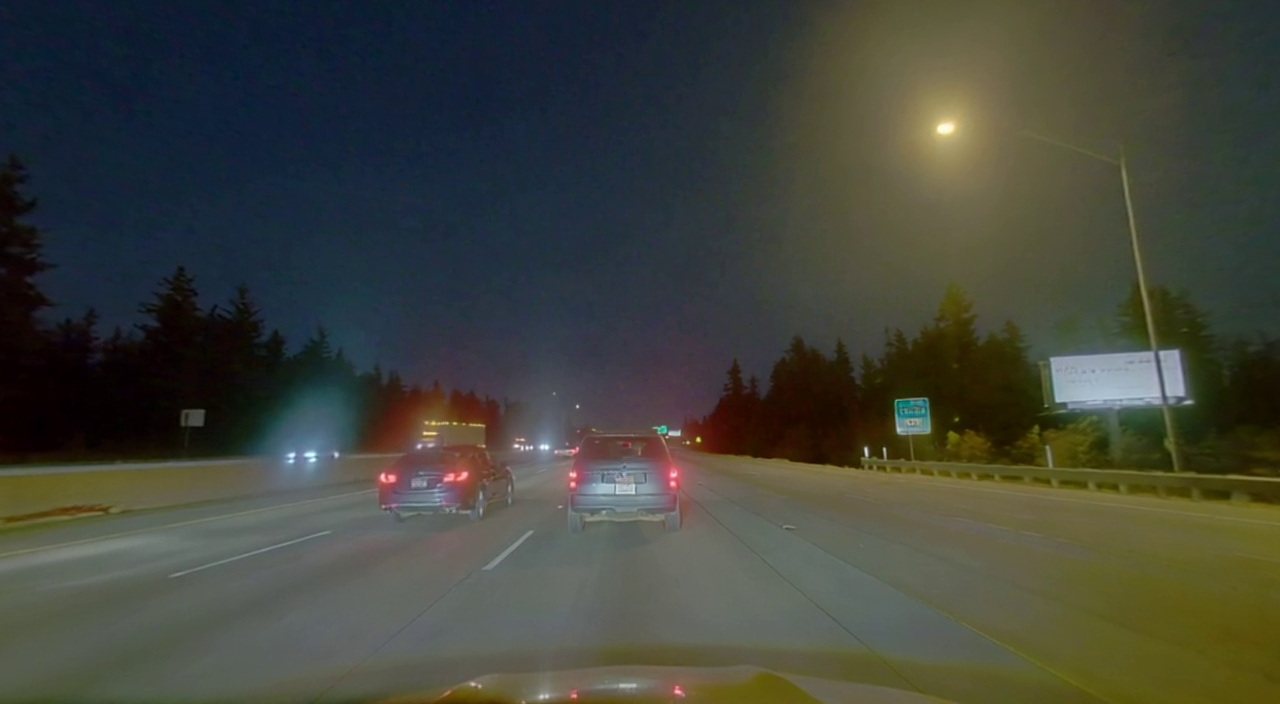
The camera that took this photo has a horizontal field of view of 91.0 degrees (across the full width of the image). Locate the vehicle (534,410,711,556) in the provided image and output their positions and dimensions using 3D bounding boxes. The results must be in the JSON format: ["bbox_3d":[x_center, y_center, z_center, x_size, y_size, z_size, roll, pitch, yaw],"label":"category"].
[{"bbox_3d":[-0.255,1.939,10.067,2.127,1.749,4.776,0,-9,-1],"label":"vehicle"}]

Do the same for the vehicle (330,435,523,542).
[{"bbox_3d":[-3.505,2.315,11.370,1.889,1.522,4.465,0,-9,0],"label":"vehicle"}]
